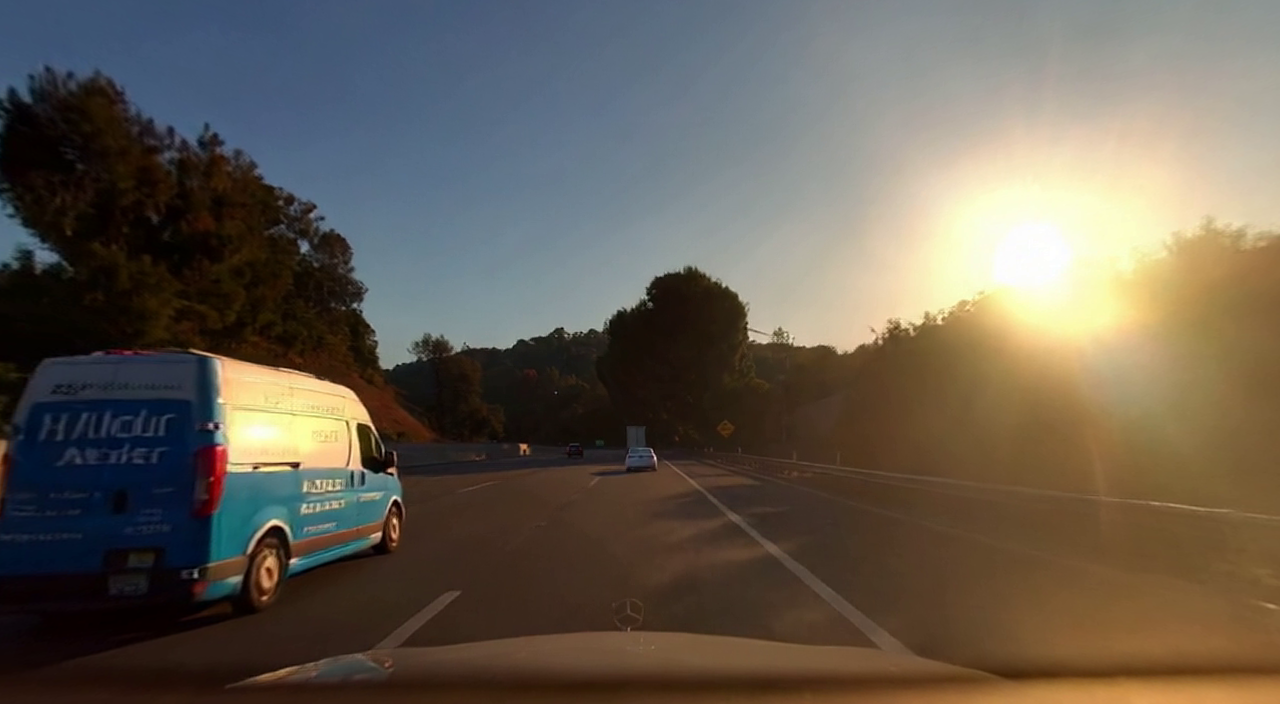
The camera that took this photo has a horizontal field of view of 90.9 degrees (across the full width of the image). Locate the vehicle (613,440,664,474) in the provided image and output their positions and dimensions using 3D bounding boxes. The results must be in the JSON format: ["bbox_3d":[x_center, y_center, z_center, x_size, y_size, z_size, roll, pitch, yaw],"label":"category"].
[{"bbox_3d":[-0.049,4.853,29.303,2.238,1.479,3.672,0,-9,0],"label":"vehicle"}]

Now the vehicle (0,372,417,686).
[{"bbox_3d":[-4.279,1.426,6.344,2.174,1.862,5.012,0,-9,0],"label":"vehicle"}]
